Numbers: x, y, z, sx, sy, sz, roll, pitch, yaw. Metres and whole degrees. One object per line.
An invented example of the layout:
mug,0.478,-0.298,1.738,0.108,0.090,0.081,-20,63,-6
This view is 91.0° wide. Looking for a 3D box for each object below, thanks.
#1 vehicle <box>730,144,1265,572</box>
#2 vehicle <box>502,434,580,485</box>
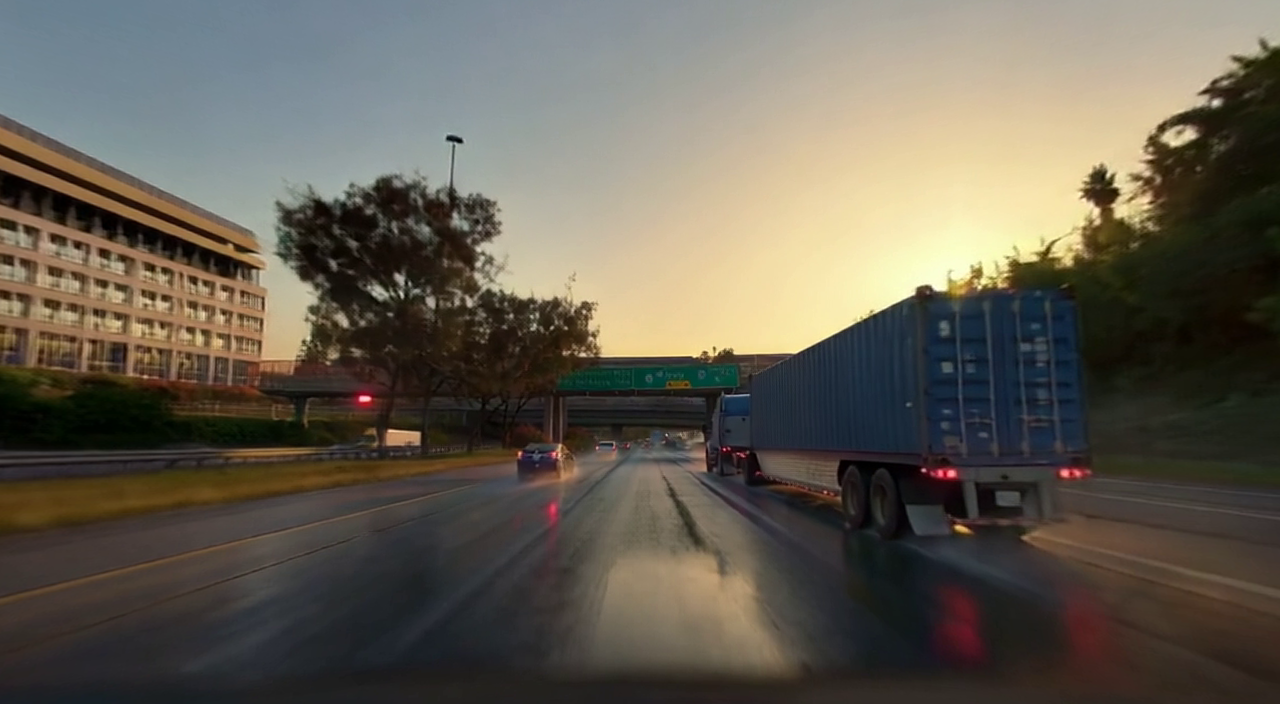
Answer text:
vehicle,4.151,0.952,12.572,2.893,3.992,13.605,0,-8,1
vehicle,-3.223,3.598,21.287,1.954,1.528,4.010,0,-9,0
